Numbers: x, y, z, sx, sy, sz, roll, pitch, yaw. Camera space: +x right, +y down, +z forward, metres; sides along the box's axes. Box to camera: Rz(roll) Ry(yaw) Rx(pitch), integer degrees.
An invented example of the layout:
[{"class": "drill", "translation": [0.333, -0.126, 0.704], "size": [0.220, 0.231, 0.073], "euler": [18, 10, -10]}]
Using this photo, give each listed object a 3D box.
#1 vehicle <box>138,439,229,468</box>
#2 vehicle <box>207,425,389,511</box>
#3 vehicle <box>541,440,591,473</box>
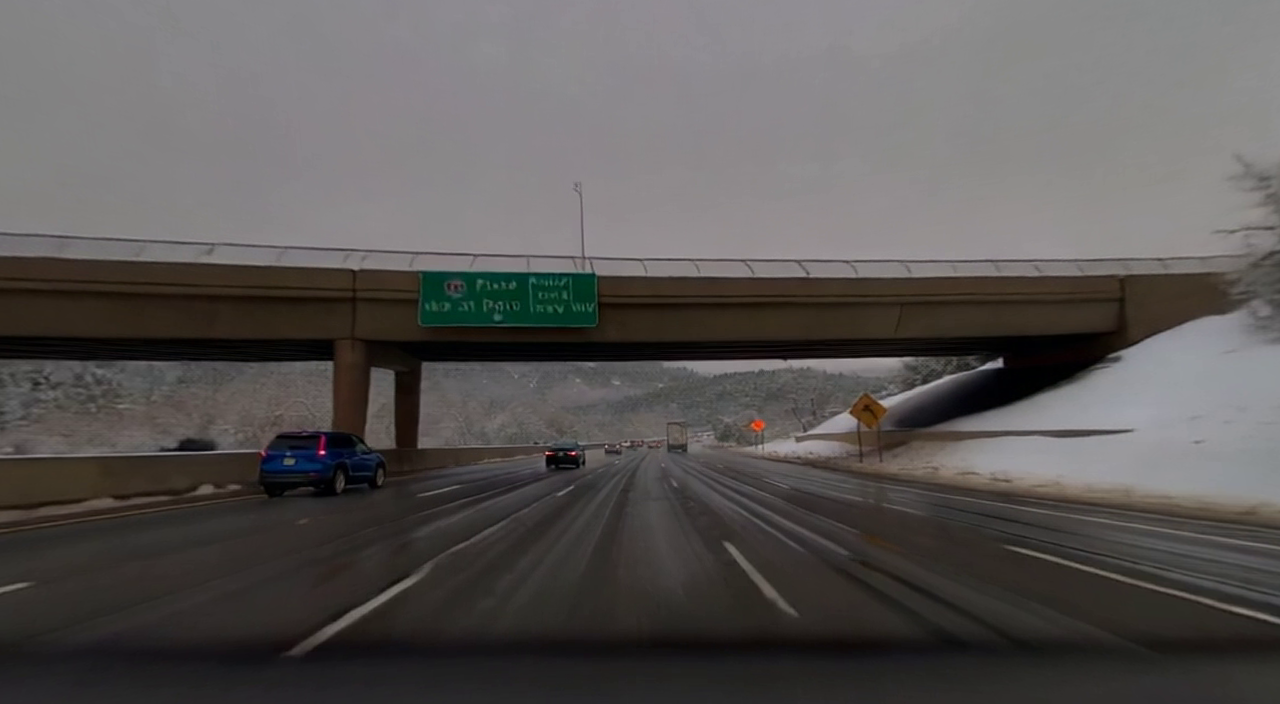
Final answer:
[{"class": "vehicle", "translation": [-26.374, 5.884, 36.720], "size": [1.908, 1.558, 4.462], "euler": [0, -9, 1]}, {"class": "vehicle", "translation": [-7.619, 2.619, 14.653], "size": [1.860, 1.694, 4.173], "euler": [0, -9, 0]}, {"class": "vehicle", "translation": [-3.606, 5.184, 31.519], "size": [1.925, 1.509, 4.363], "euler": [0, -9, 1]}]
